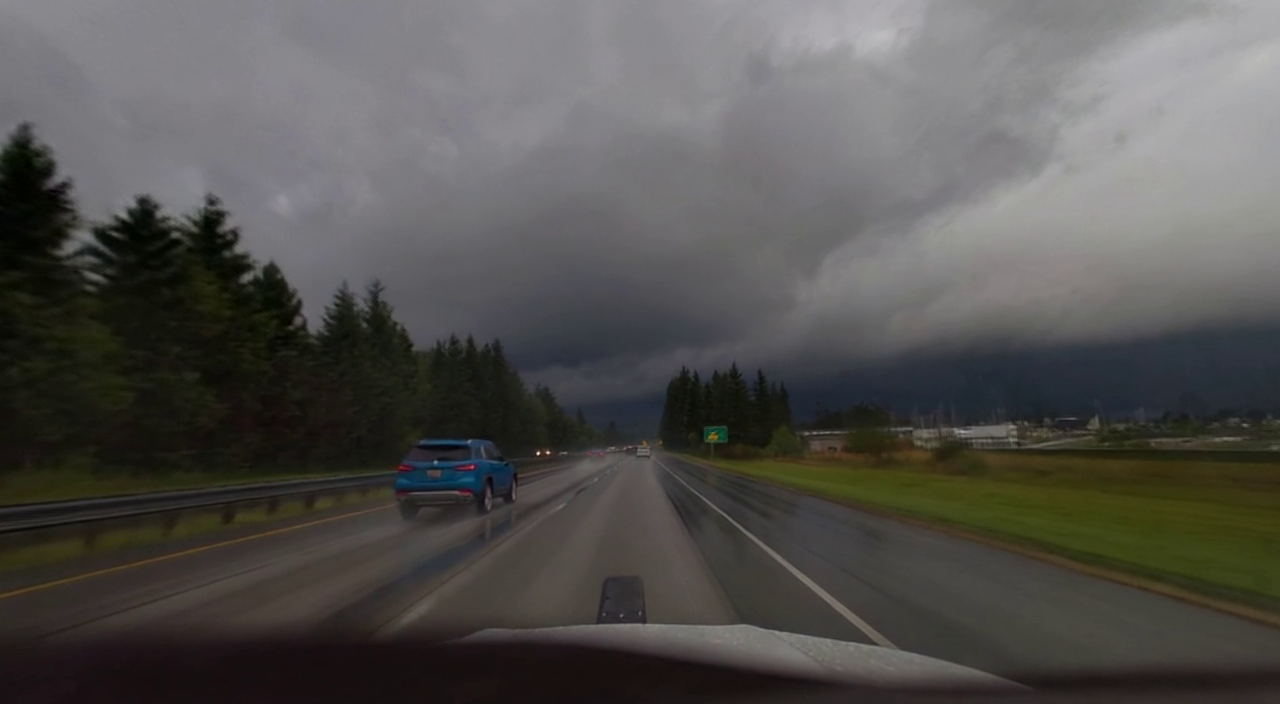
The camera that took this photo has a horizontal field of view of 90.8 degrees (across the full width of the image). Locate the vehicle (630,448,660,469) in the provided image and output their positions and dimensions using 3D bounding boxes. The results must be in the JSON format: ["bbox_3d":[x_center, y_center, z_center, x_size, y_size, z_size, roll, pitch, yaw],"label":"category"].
[{"bbox_3d":[0.295,7.598,45.293,2.046,1.452,4.407,0,-9,-1],"label":"vehicle"}]

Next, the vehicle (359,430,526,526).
[{"bbox_3d":[-3.850,2.531,13.230,2.100,1.667,4.223,0,-9,0],"label":"vehicle"}]
